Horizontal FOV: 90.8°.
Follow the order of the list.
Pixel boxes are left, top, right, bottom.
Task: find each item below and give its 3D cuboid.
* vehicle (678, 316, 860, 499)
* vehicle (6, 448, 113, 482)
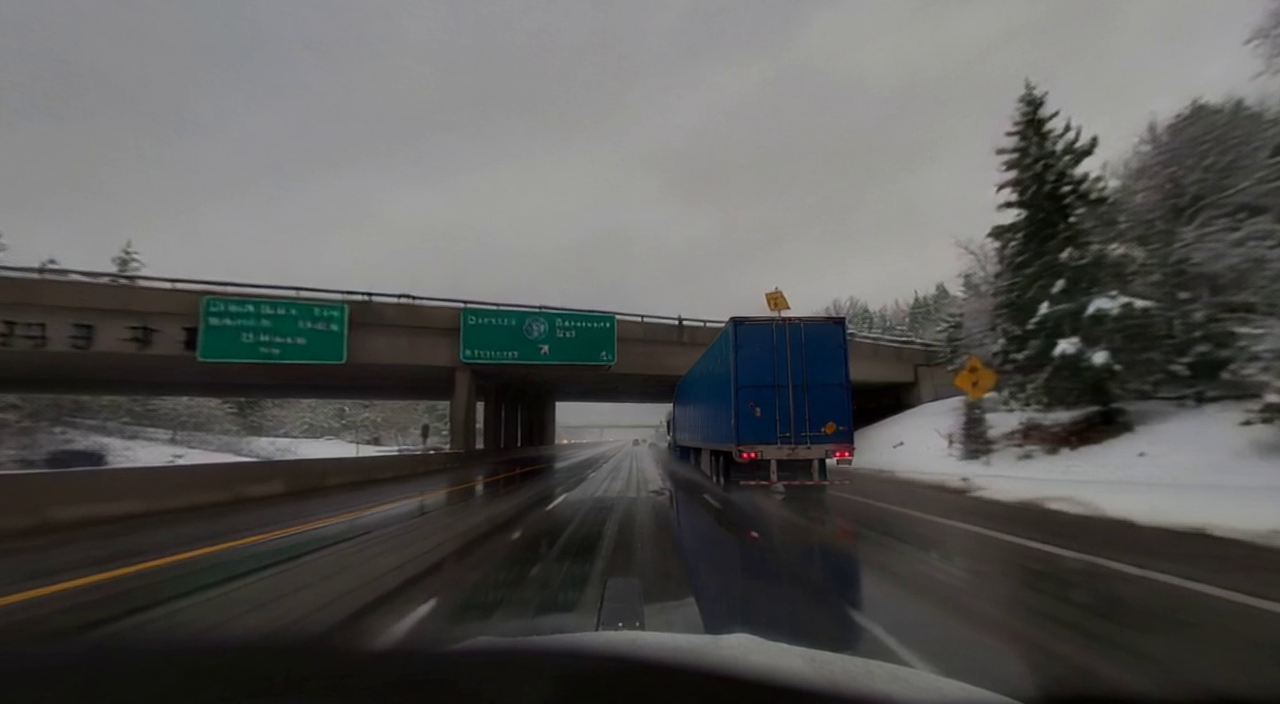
[{"bbox_3d":[3.379,2.465,22.499,2.743,4.160,16.408,0,-9,-1],"label":"vehicle"},{"bbox_3d":[-25.331,4.902,27.717,1.508,1.352,3.304,-1,-8,0],"label":"vehicle"}]
